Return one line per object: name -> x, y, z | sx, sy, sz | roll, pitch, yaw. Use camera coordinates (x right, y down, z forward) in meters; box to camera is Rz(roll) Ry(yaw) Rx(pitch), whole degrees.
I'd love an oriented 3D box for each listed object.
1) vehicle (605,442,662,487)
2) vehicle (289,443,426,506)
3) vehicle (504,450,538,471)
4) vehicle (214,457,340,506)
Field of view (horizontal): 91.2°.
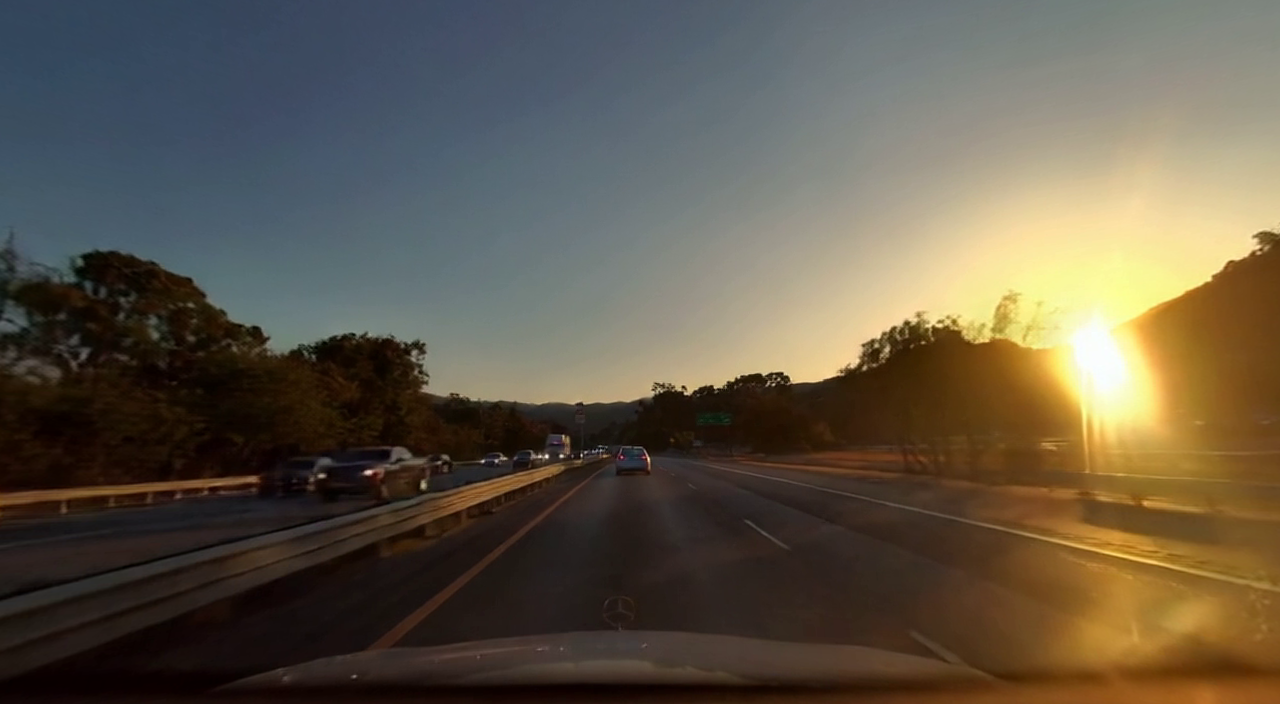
vehicle -> -0.284, 4.217, 23.715 | 1.971, 1.518, 4.108 | 0, -9, -2
vehicle -> -8.336, 3.627, 19.034 | 2.090, 1.653, 4.437 | 0, -9, 0
vehicle -> -9.136, 8.381, 48.422 | 1.893, 1.519, 4.127 | 0, -9, -1
vehicle -> -12.797, 4.558, 22.492 | 1.864, 1.488, 4.473 | 0, -9, -1
